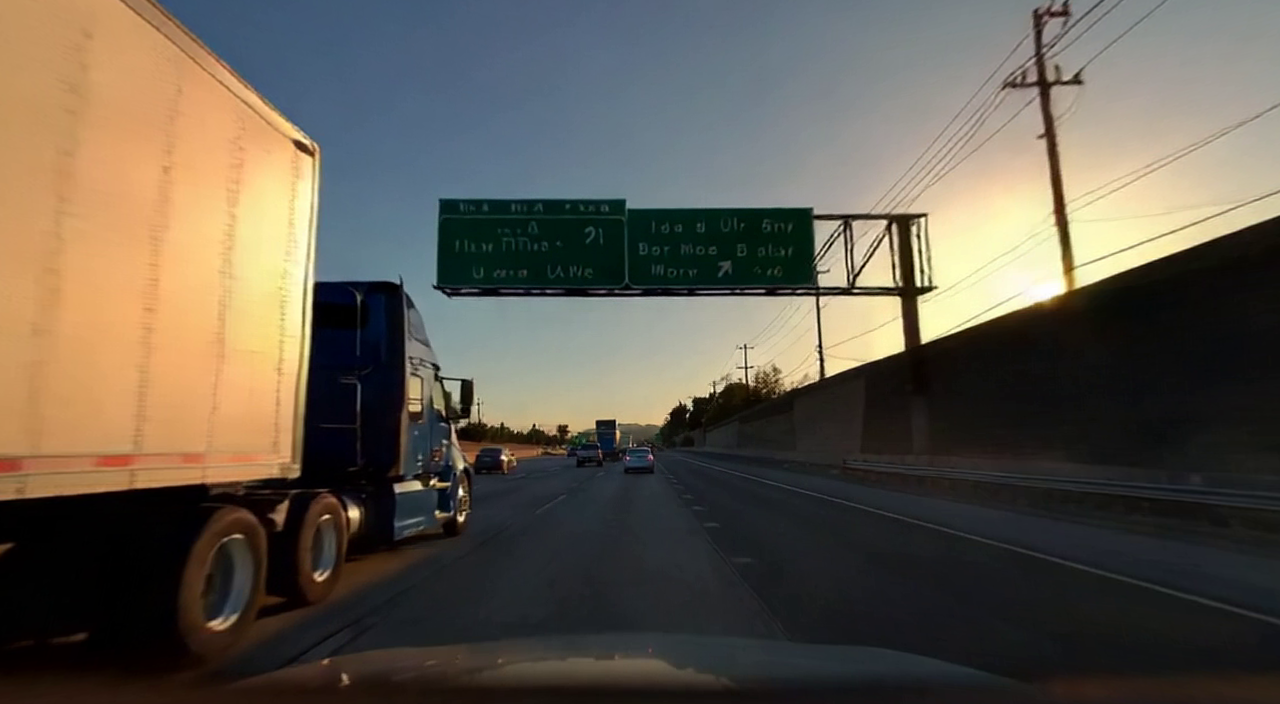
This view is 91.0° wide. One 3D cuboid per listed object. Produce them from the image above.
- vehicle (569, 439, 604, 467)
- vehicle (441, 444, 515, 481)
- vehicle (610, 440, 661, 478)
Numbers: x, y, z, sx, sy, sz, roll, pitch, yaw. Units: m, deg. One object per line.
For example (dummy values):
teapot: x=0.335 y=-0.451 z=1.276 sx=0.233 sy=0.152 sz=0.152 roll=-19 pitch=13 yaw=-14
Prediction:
vehicle: x=-3.799 y=7.326 z=45.812 sx=2.109 sy=1.840 sz=4.614 roll=0 pitch=-9 yaw=1
vehicle: x=-7.141 y=4.904 z=28.321 sx=2.025 sy=1.510 sz=4.582 roll=0 pitch=-9 yaw=1
vehicle: x=-0.175 y=4.928 z=29.232 sx=2.178 sy=1.640 sz=4.071 roll=0 pitch=-9 yaw=0
